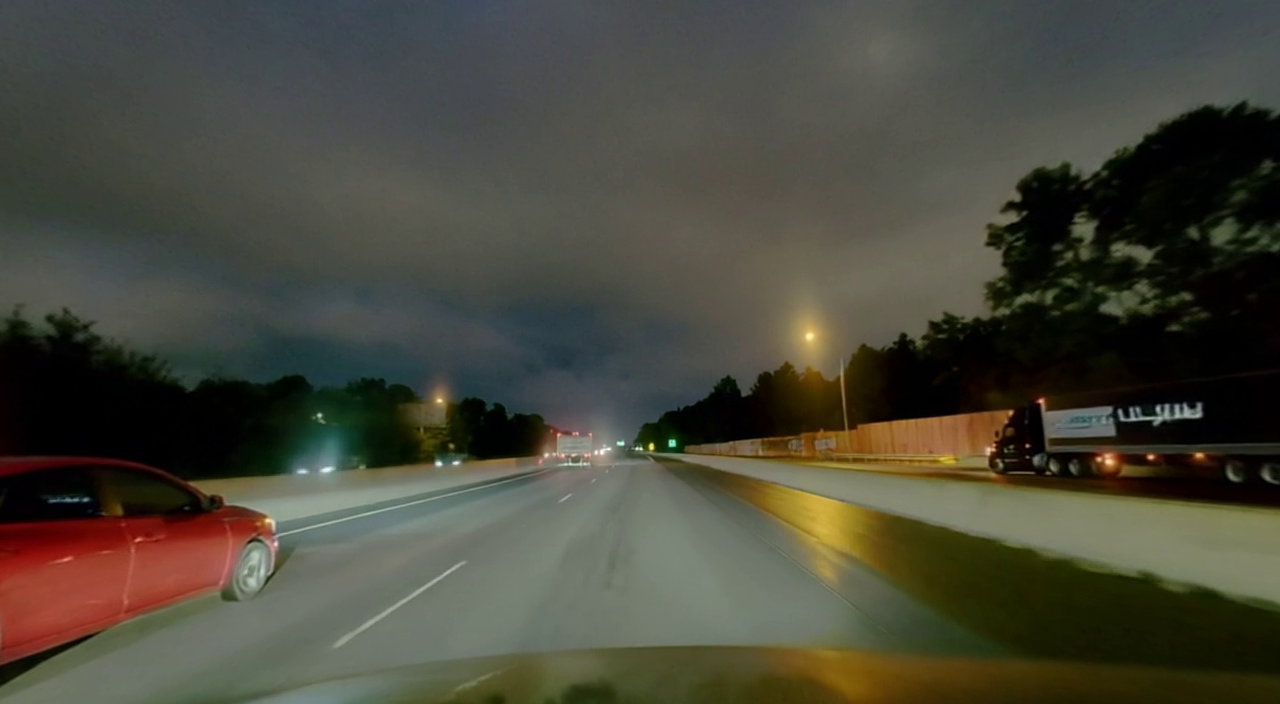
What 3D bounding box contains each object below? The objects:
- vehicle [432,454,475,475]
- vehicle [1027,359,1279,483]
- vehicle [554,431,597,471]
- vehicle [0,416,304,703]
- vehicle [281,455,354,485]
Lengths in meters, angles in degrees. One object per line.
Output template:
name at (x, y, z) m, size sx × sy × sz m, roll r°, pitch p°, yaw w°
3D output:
vehicle at (-13.351, 8.046, 45.241) m, size 1.832 × 1.403 × 4.201 m, roll 0°, pitch -9°, yaw 0°
vehicle at (21.740, 2.818, 24.358) m, size 2.782 × 4.082 × 12.925 m, roll 2°, pitch -9°, yaw -15°
vehicle at (-4.280, 6.709, 42.750) m, size 2.305 × 2.517 × 5.486 m, roll 0°, pitch -9°, yaw 0°
vehicle at (-4.299, 1.171, 3.824) m, size 2.024 × 1.476 × 4.466 m, roll 0°, pitch -9°, yaw 0°
vehicle at (-17.521, 6.387, 34.477) m, size 1.772 × 1.480 × 4.102 m, roll 0°, pitch -9°, yaw 0°
